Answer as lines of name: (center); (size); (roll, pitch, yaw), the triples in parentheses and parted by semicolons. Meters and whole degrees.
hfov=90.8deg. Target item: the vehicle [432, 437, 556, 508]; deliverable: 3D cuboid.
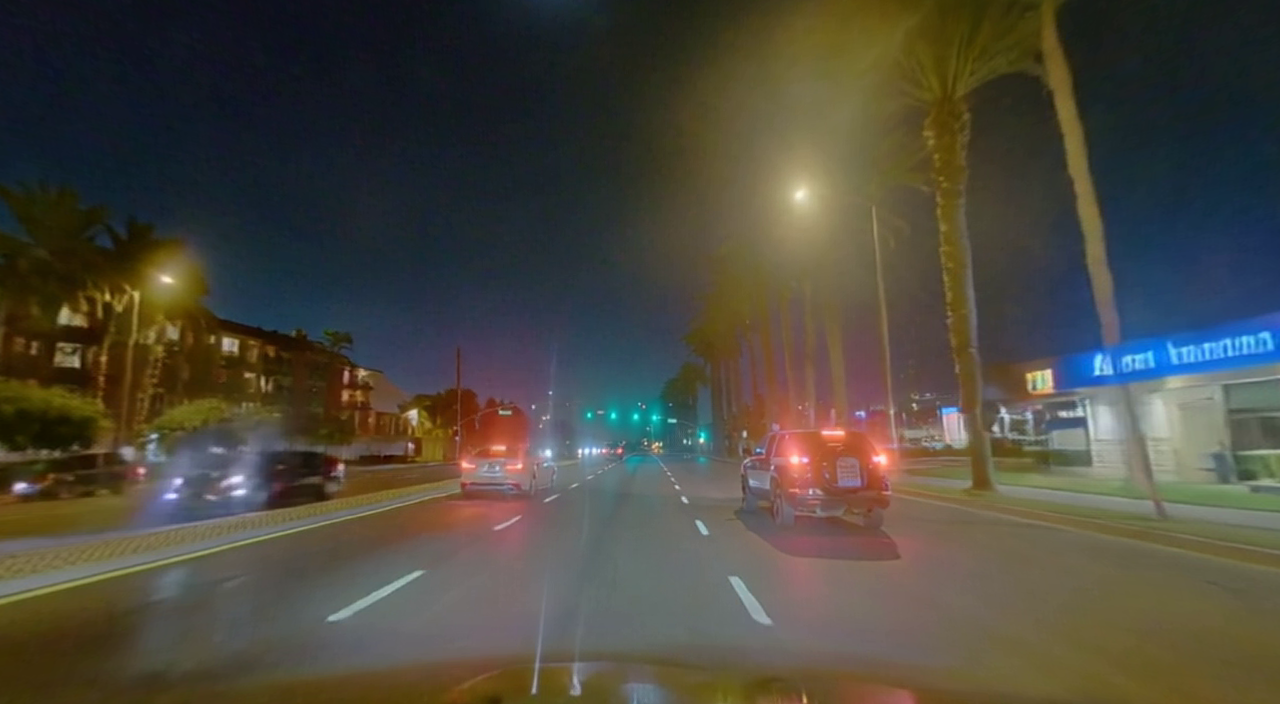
vehicle: (-3.431, 2.904, 15.672); (2.034, 1.498, 3.995); (0, -9, 1)

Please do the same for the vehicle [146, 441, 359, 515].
vehicle: (-8.975, 2.930, 15.292); (1.970, 1.482, 4.778); (-1, -9, 2)

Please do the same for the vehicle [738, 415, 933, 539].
vehicle: (3.067, 2.071, 11.027); (1.982, 1.711, 4.276); (0, -9, 0)

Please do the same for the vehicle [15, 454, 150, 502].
vehicle: (-22.742, 5.103, 26.019); (1.868, 1.602, 4.102); (-3, -8, 0)
